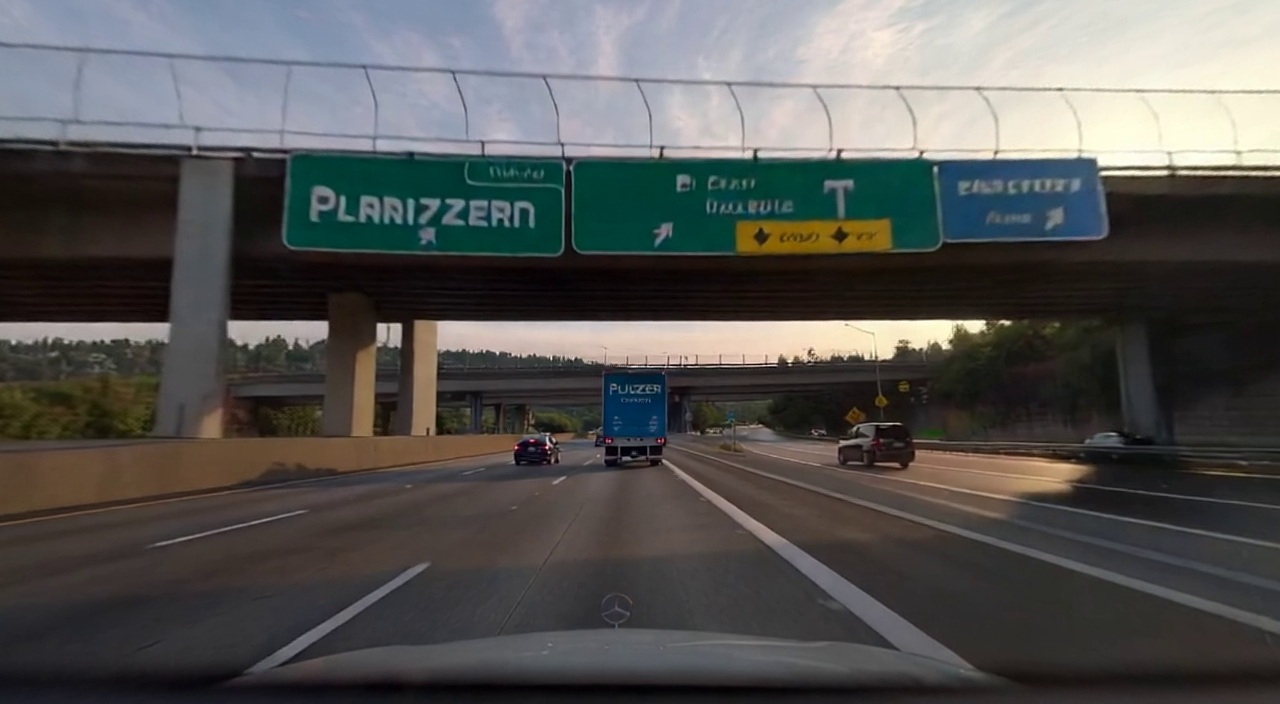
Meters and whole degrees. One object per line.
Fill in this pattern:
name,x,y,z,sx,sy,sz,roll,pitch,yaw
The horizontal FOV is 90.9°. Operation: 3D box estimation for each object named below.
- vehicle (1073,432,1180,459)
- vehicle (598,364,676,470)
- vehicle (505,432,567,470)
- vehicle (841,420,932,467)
vehicle,28.534,5.457,37.054,1.973,1.466,4.591,7,-11,-42
vehicle,-0.319,3.243,29.696,2.926,3.959,11.818,0,-8,-2
vehicle,-4.272,4.137,26.509,1.943,1.446,4.158,0,-8,0
vehicle,10.534,3.936,27.324,2.052,1.841,4.481,0,-8,-1
